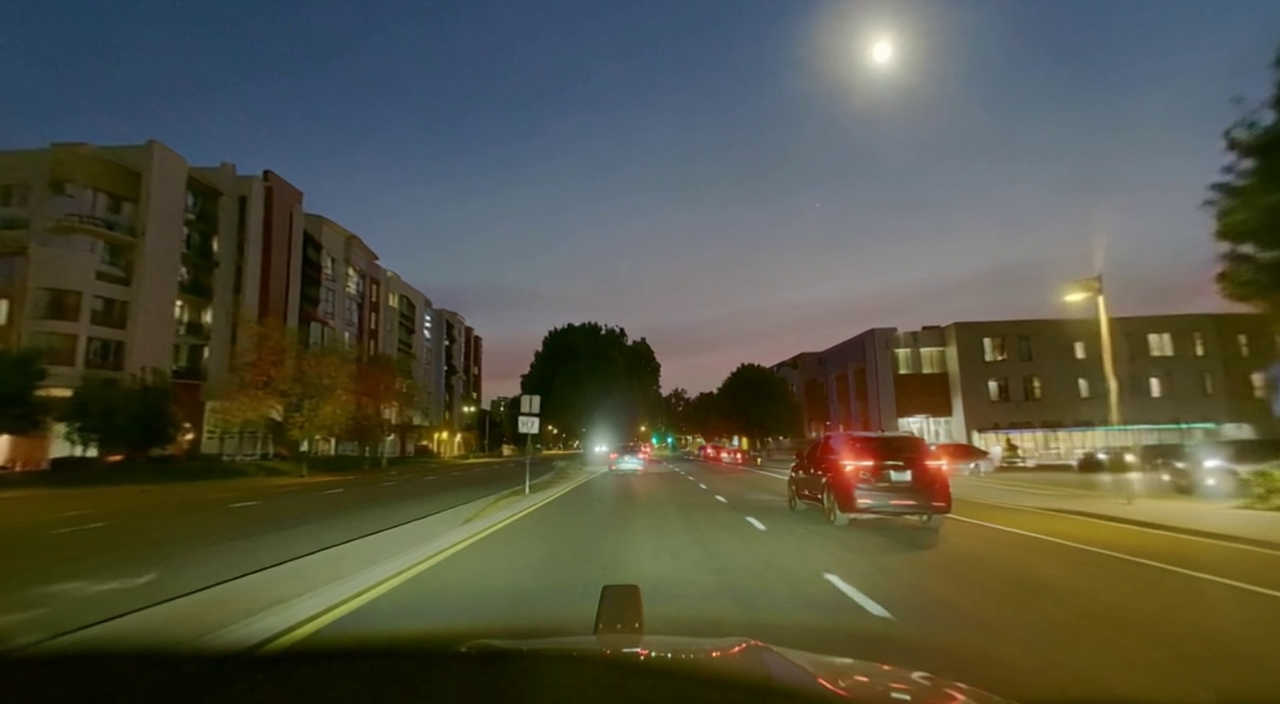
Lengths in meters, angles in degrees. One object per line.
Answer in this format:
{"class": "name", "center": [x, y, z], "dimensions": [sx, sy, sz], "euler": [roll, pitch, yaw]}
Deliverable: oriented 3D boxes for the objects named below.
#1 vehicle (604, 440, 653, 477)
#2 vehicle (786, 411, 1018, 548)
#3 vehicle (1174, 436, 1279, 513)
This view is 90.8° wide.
{"class": "vehicle", "center": [-0.432, 4.568, 27.359], "dimensions": [2.006, 1.487, 3.535], "euler": [0, -8, 1]}
{"class": "vehicle", "center": [3.810, 1.926, 10.112], "dimensions": [1.949, 1.723, 4.020], "euler": [0, -8, 0]}
{"class": "vehicle", "center": [14.498, 2.521, 13.340], "dimensions": [4.607, 1.466, 2.053], "euler": [0, -9, -3]}
